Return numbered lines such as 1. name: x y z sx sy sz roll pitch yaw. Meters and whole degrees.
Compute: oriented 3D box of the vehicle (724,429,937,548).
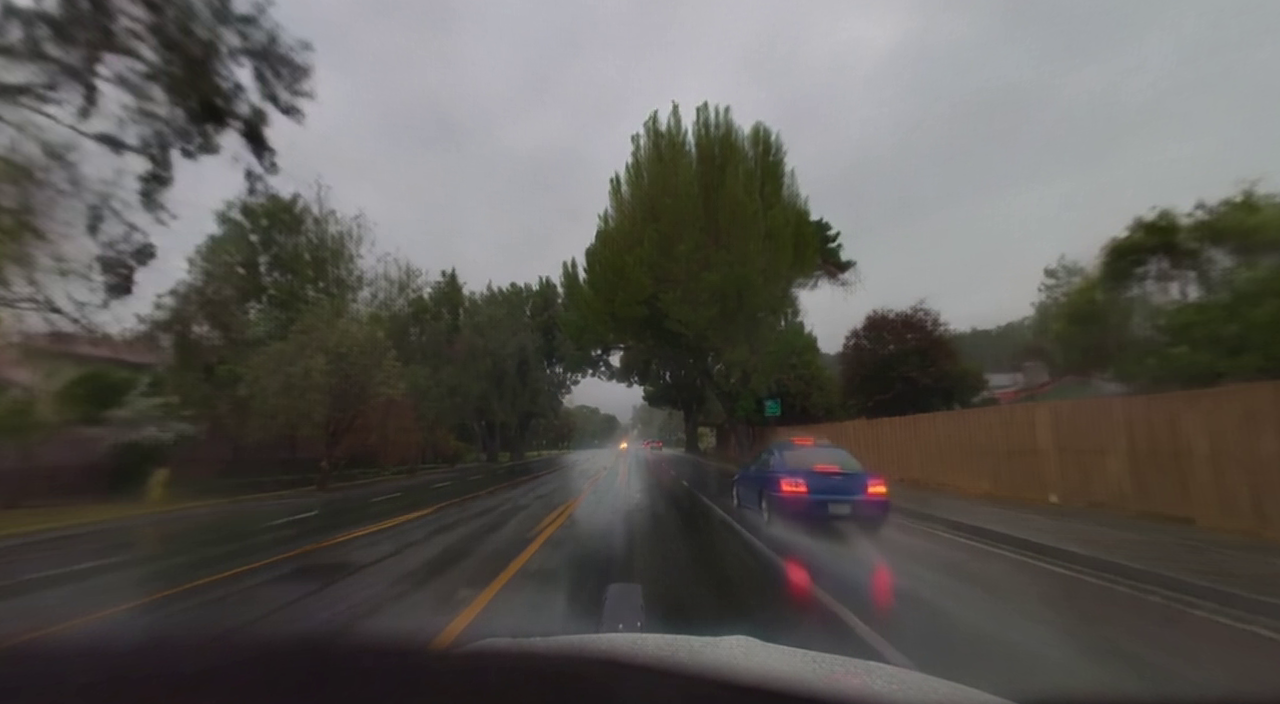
1. vehicle: 2.674 2.021 10.050 1.991 1.476 4.153 0 -8 -2
